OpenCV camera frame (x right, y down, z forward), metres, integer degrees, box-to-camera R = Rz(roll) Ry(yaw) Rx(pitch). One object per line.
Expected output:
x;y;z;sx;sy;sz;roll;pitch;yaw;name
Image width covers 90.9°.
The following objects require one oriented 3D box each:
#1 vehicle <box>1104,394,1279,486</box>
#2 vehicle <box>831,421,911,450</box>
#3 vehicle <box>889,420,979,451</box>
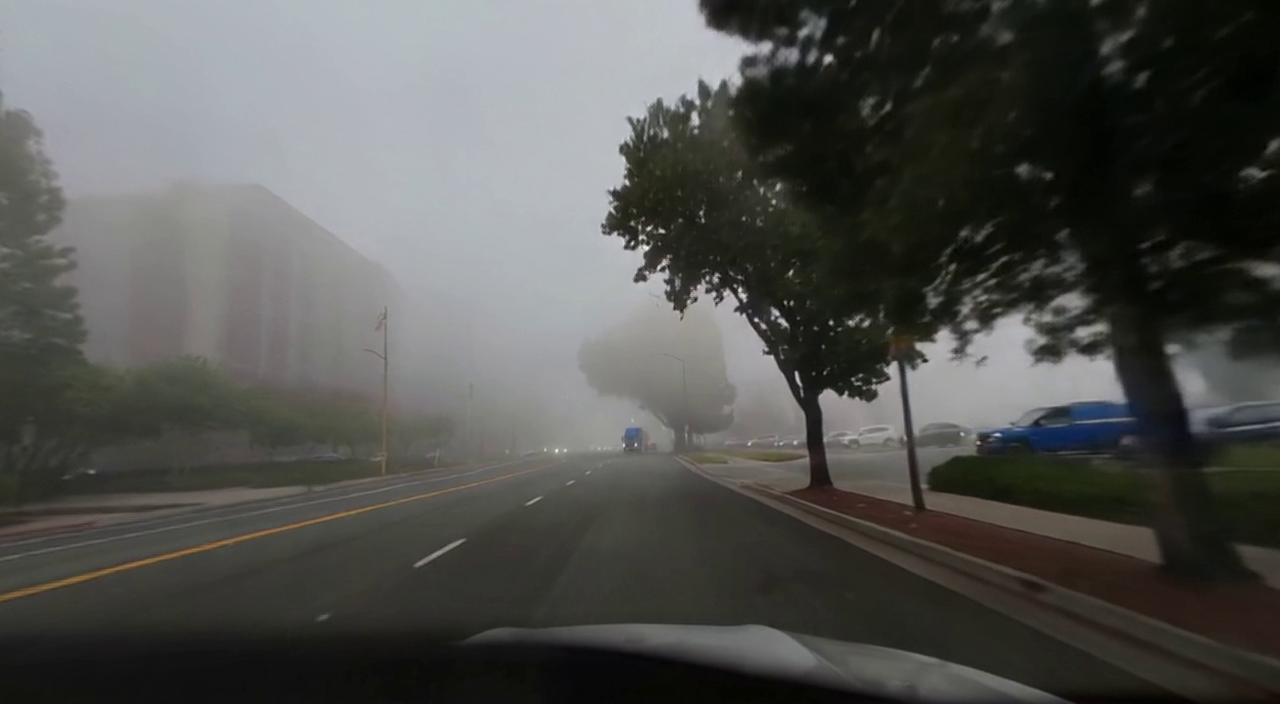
13.245;1.921;13.902;4.341;1.820;2.027;-1;-8;-2;vehicle
17.004;6.182;46.469;5.051;2.038;2.142;1;-8;-9;vehicle
17.899;5.081;38.456;4.653;1.782;2.042;2;-9;-15;vehicle
